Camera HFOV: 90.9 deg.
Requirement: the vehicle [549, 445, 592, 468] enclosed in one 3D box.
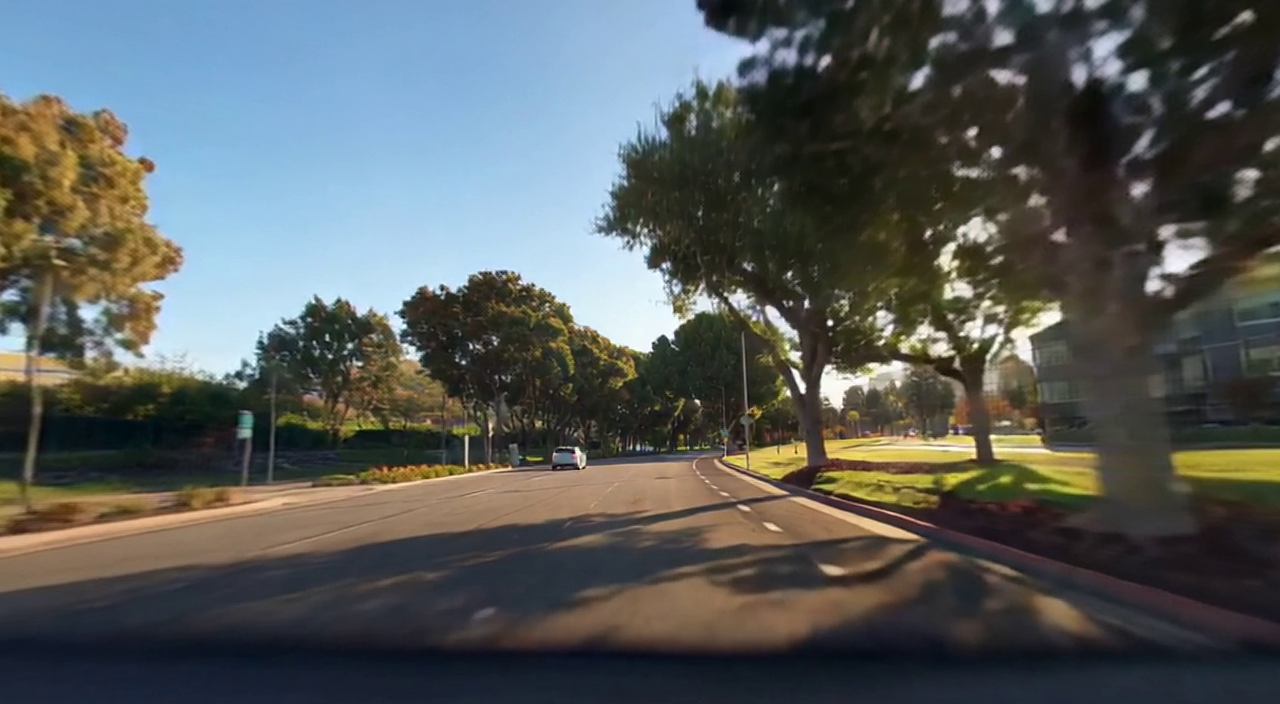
[{"bbox_3d":[-4.514,6.892,41.866,1.945,1.461,4.605,-1,-9,5],"label":"vehicle"}]
